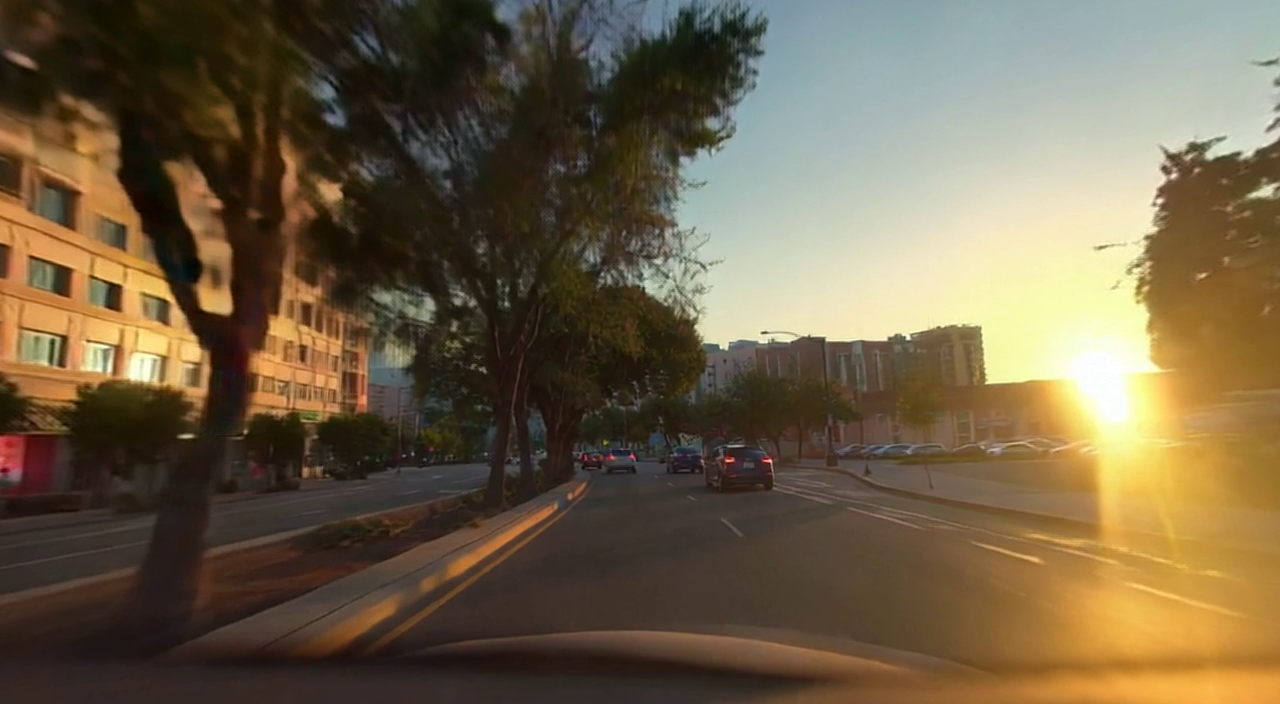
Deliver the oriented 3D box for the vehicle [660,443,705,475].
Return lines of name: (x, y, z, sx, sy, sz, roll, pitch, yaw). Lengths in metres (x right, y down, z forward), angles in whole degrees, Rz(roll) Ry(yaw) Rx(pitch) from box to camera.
vehicle: (2.451, 6.329, 37.544, 2.046, 1.768, 4.370, 1, -9, -5)

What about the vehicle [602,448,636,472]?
vehicle: (-1.505, 7.472, 43.899, 2.068, 1.512, 3.987, 1, -9, -6)

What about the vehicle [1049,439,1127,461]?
vehicle: (32.573, 7.134, 46.001, 4.032, 1.560, 2.059, 0, -9, -2)

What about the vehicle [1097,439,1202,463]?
vehicle: (32.465, 6.323, 40.341, 4.860, 1.461, 2.041, 0, -9, 0)

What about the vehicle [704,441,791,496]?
vehicle: (3.353, 3.742, 20.579, 1.966, 1.596, 3.980, 0, -9, -3)
